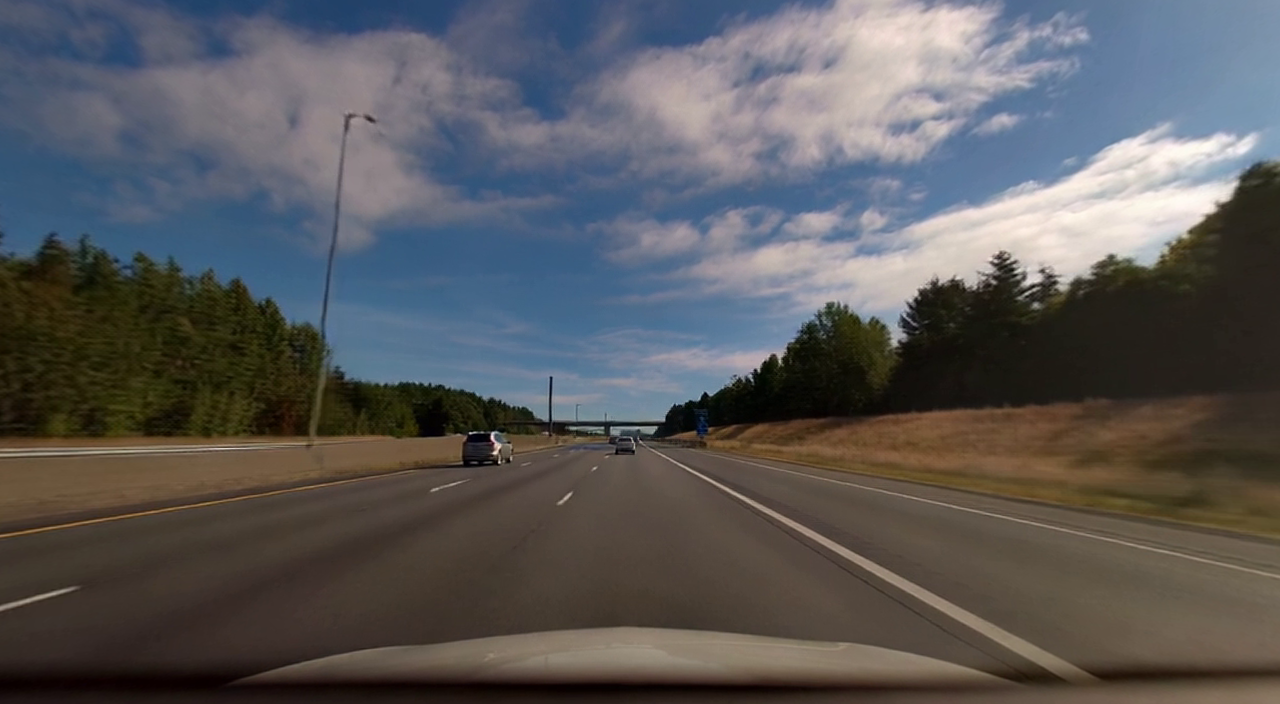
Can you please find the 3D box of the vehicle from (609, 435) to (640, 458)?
[{"bbox_3d":[-1.048,6.417,42.900,2.010,1.534,4.013,0,-8,-1],"label":"vehicle"}]

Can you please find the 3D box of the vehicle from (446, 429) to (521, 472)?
[{"bbox_3d":[-6.667,4.230,27.393,2.111,1.689,4.505,0,-8,0],"label":"vehicle"}]
